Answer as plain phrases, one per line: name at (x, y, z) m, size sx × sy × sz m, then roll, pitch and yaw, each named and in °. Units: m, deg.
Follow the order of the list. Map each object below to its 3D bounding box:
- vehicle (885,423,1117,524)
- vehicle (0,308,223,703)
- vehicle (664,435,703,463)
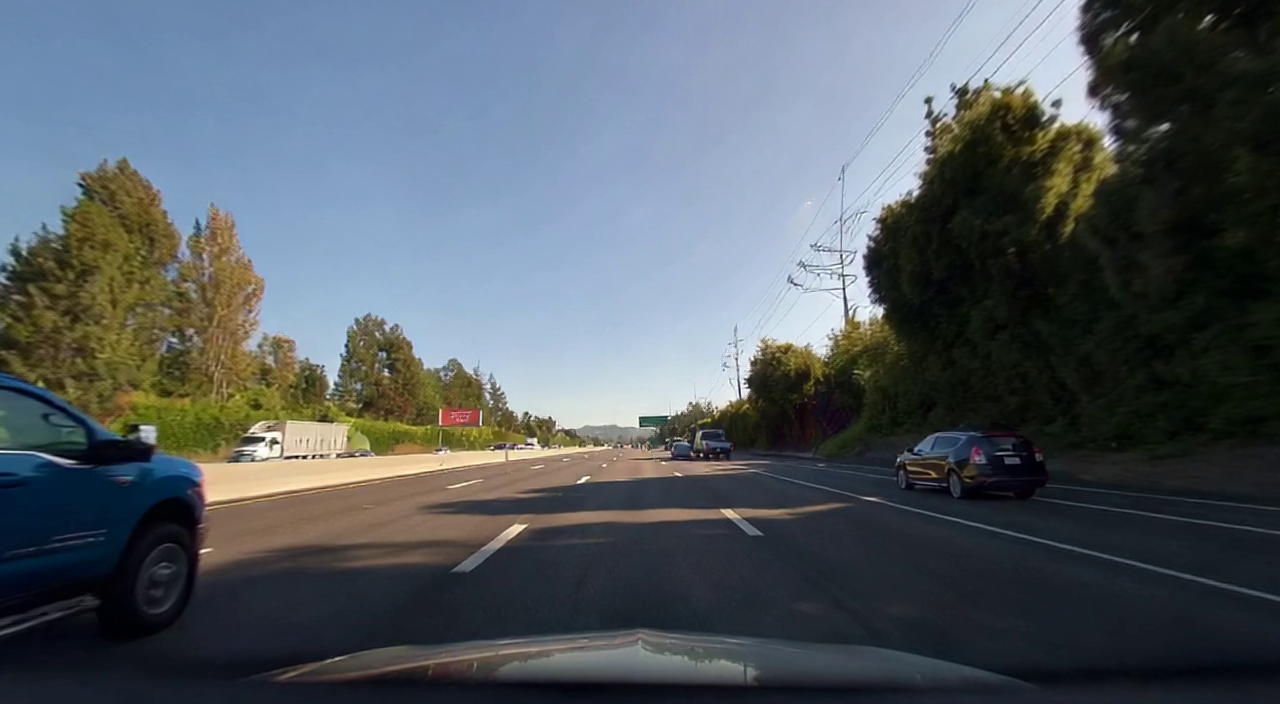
vehicle at (6.806, 2.325, 12.592) m, size 1.976 × 1.646 × 4.370 m, roll 0°, pitch -8°, yaw -1°
vehicle at (-4.557, 0.578, 1.745) m, size 2.508 × 2.023 × 6.176 m, roll 0°, pitch -8°, yaw 1°
vehicle at (3.330, 7.571, 49.269) m, size 2.484 × 2.024 × 5.265 m, roll 0°, pitch -8°, yaw -1°
